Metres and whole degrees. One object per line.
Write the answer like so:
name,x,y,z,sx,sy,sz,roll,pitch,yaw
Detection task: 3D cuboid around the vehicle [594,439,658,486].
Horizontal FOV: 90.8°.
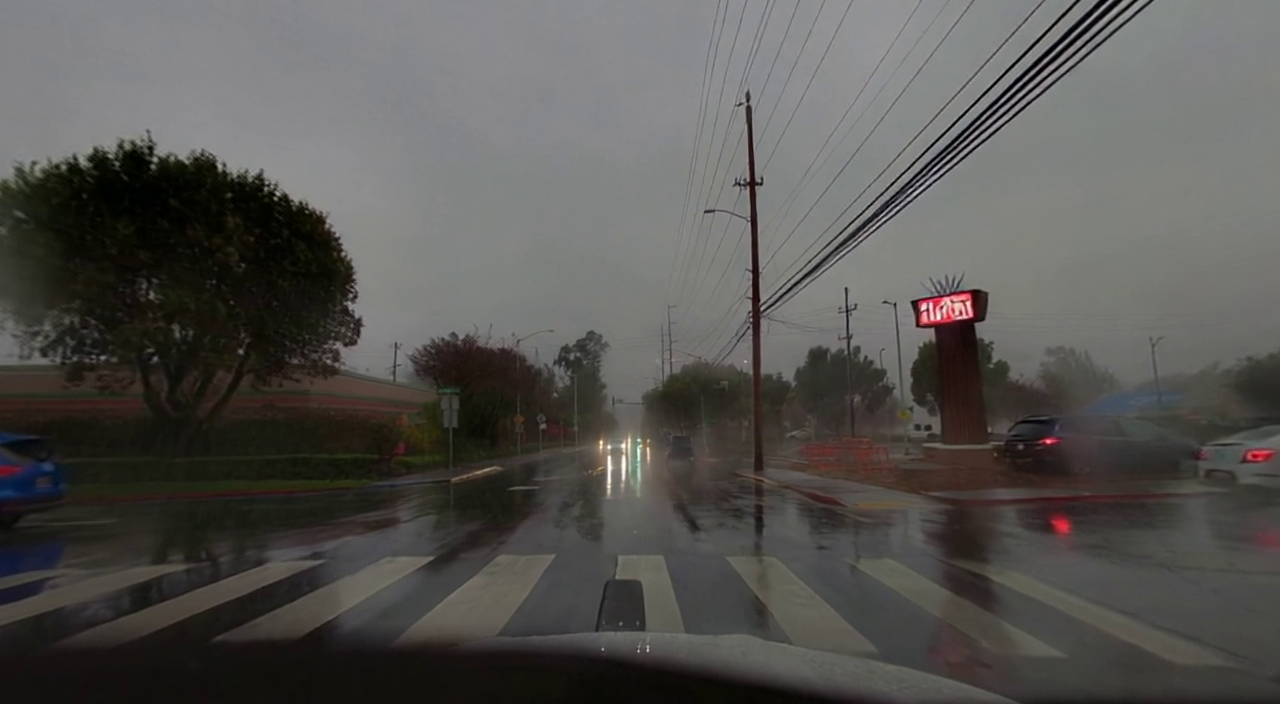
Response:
vehicle,-0.566,3.693,21.425,1.874,1.427,3.976,1,-8,-5

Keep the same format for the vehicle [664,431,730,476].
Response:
vehicle,2.524,4.702,29.558,2.553,1.868,5.536,0,-8,0
